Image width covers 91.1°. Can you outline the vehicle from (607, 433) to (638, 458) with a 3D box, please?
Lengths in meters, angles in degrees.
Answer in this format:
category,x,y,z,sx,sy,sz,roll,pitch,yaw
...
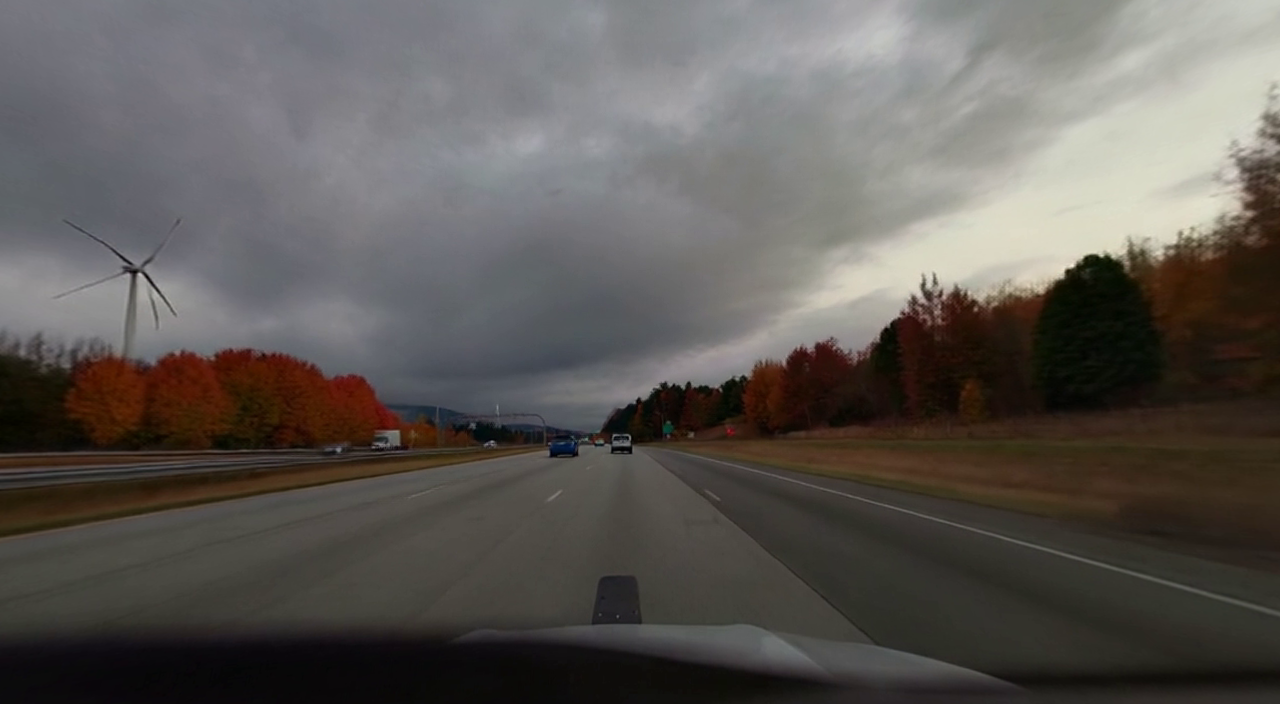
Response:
category,x,y,z,sx,sy,sz,roll,pitch,yaw
vehicle,-1.292,7.145,48.138,2.213,1.774,4.563,0,-8,-1

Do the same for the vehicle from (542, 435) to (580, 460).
category,x,y,z,sx,sy,sz,roll,pitch,yaw
vehicle,-5.273,6.425,42.509,2.062,1.622,4.153,0,-8,-1
